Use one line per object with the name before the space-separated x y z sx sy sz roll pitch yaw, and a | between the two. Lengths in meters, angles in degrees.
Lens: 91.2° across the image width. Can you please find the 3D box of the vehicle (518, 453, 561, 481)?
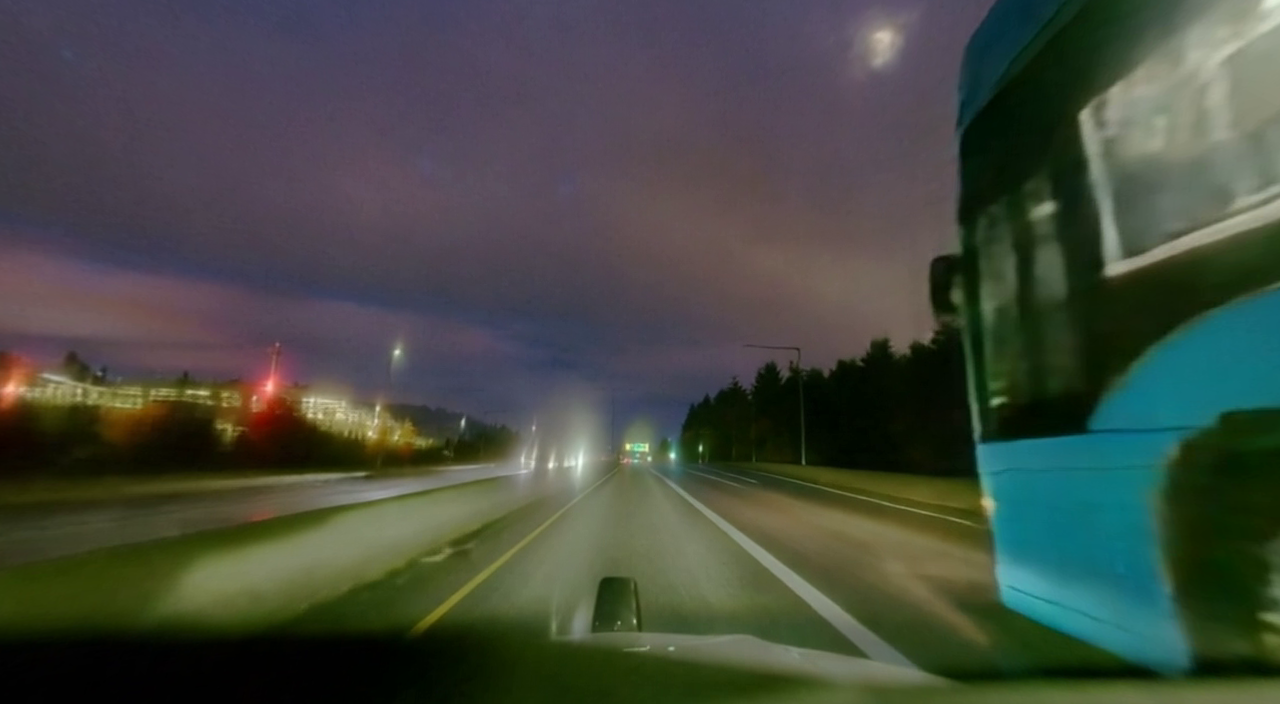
vehicle | -6.068 6.995 38.422 1.918 1.590 4.225 -1 -9 0
